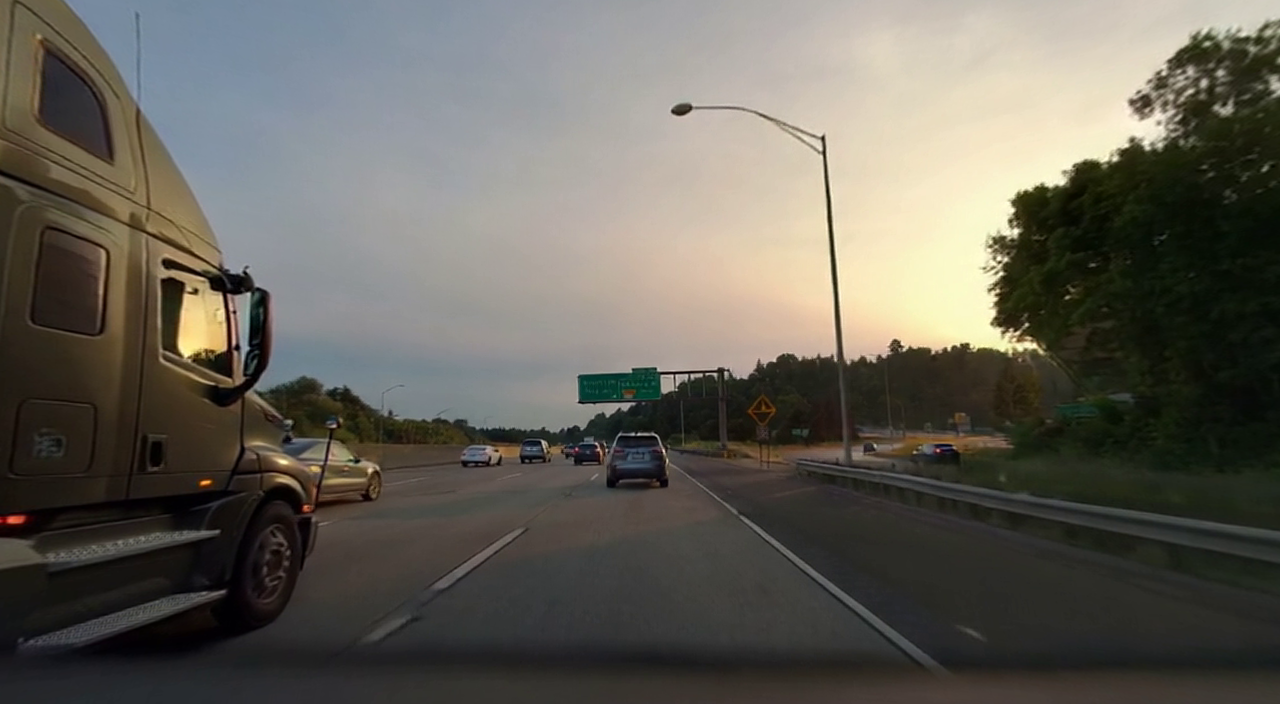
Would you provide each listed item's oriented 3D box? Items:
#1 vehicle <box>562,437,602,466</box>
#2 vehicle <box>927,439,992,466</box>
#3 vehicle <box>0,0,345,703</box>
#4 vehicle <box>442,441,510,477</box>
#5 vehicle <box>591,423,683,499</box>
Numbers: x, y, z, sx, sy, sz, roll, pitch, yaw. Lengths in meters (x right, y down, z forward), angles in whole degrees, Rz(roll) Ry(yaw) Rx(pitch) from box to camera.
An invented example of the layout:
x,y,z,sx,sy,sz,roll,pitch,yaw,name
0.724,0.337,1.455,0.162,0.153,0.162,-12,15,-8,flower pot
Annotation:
x,y,z,sx,sy,sz,roll,pitch,yaw,name
-3.447,6.008,38.050,1.952,1.649,4.131,0,-9,1,vehicle
18.913,5.953,37.523,1.918,1.472,4.782,-1,-9,8,vehicle
-3.936,-0.556,0.378,2.990,3.885,8.540,0,-9,2,vehicle
-7.268,4.777,28.410,1.869,1.466,4.217,0,-9,1,vehicle
-0.068,2.870,16.922,2.152,1.779,3.924,0,-9,0,vehicle
